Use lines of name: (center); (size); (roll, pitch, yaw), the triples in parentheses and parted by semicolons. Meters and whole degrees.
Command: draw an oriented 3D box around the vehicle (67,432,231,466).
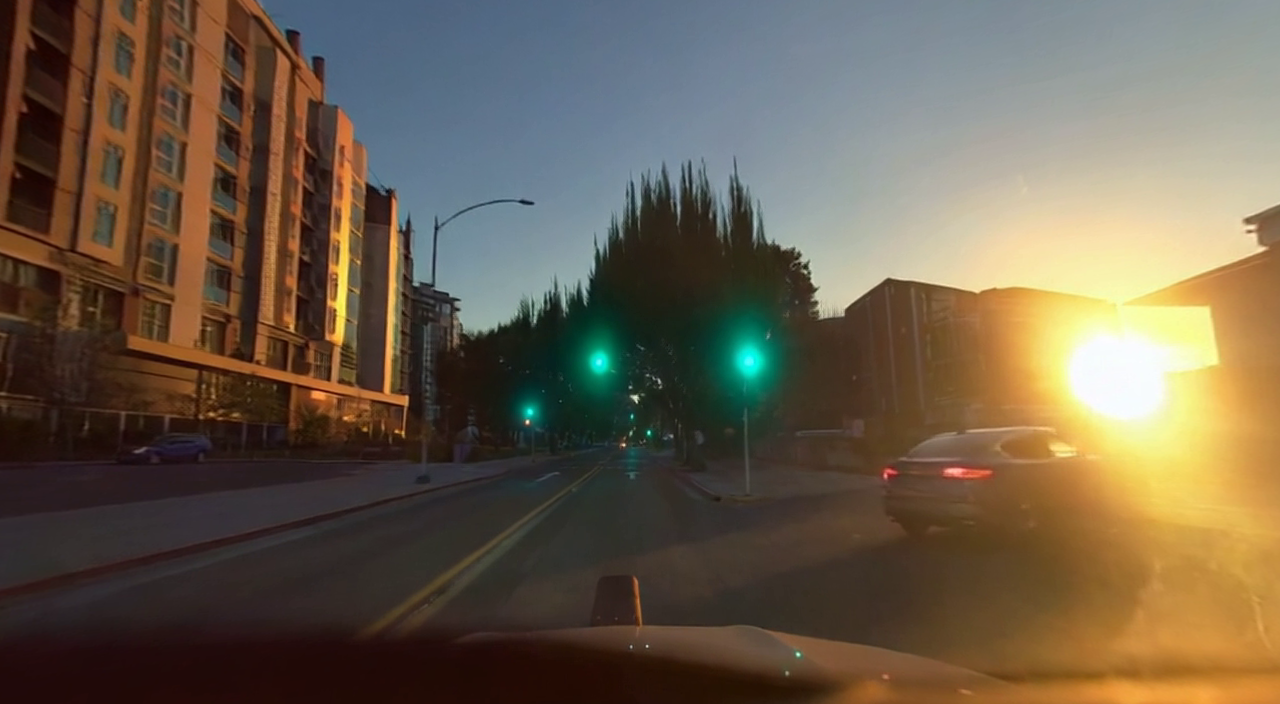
vehicle: (-19.409, 3.869, 25.263); (2.660, 1.211, 4.739); (-1, -8, 2)

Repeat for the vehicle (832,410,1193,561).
vehicle: (4.782, 1.597, 8.158); (4.033, 1.514, 1.974); (3, -9, -25)
